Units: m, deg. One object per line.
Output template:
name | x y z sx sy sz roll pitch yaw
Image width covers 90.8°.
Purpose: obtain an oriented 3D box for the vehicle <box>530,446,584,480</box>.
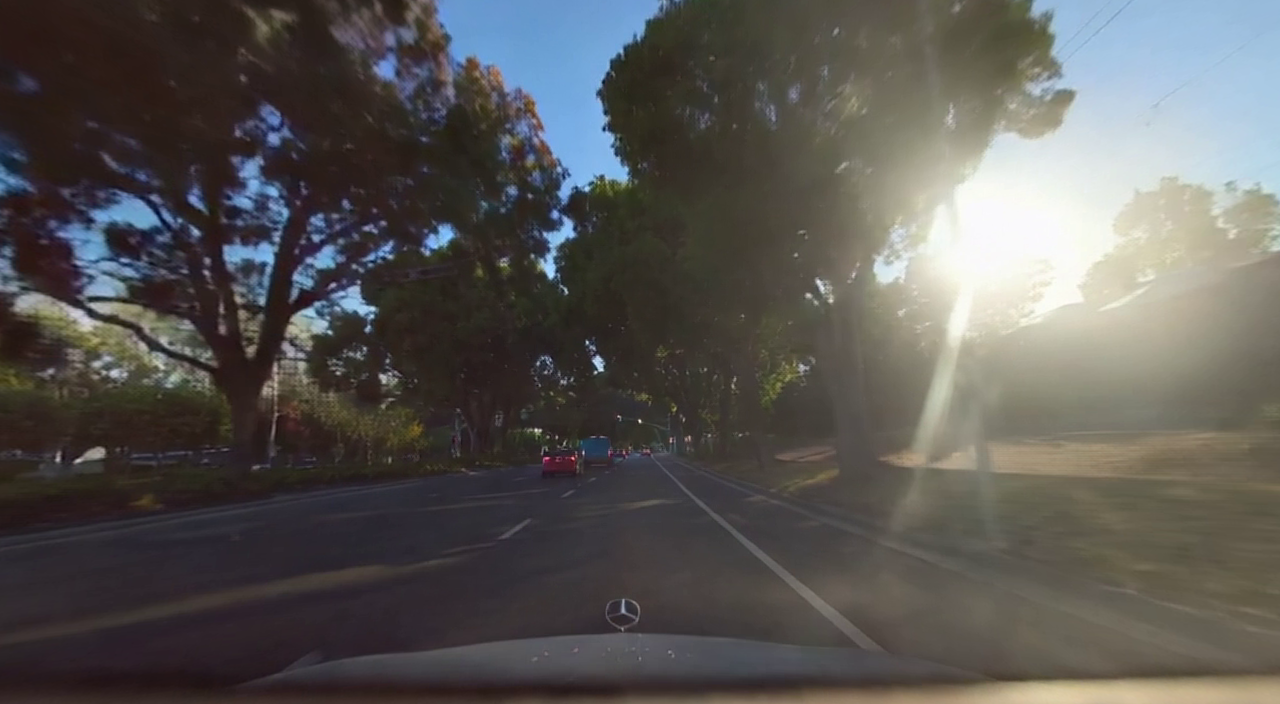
vehicle | -3.894 5.292 30.264 2.009 1.473 4.028 0 -9 0
